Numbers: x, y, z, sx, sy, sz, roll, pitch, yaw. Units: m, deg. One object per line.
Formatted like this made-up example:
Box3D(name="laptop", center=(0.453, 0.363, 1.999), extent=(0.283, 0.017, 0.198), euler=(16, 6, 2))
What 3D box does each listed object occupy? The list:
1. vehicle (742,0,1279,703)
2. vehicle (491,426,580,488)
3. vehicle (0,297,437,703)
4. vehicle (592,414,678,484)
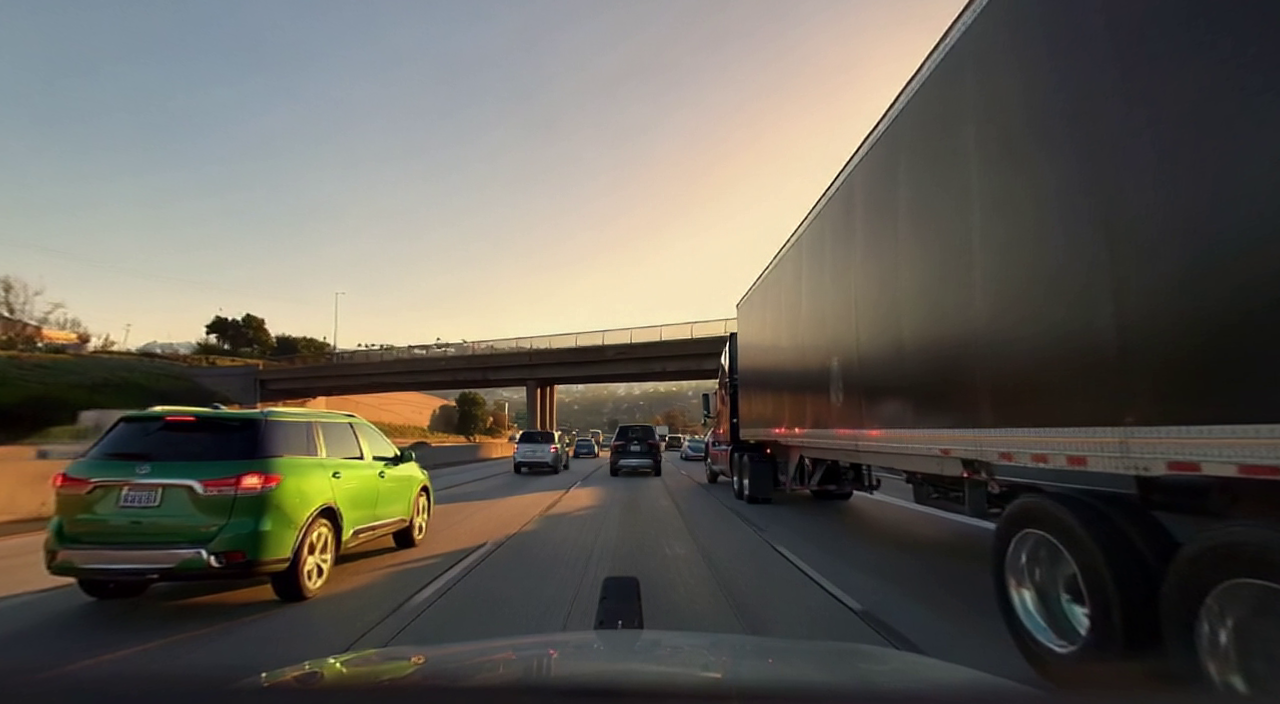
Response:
Box3D(name="vehicle", center=(3.592, -0.012, 5.253), extent=(2.852, 4.121, 16.210), euler=(0, -8, 0))
Box3D(name="vehicle", center=(-3.331, 3.461, 21.084), extent=(2.120, 1.812, 4.659), euler=(0, -8, 1))
Box3D(name="vehicle", center=(-3.354, 1.042, 4.401), extent=(2.193, 1.803, 4.958), euler=(0, -8, 0))
Box3D(name="vehicle", center=(-0.172, 3.496, 22.872), extent=(2.704, 2.216, 5.804), euler=(0, -8, 0))
